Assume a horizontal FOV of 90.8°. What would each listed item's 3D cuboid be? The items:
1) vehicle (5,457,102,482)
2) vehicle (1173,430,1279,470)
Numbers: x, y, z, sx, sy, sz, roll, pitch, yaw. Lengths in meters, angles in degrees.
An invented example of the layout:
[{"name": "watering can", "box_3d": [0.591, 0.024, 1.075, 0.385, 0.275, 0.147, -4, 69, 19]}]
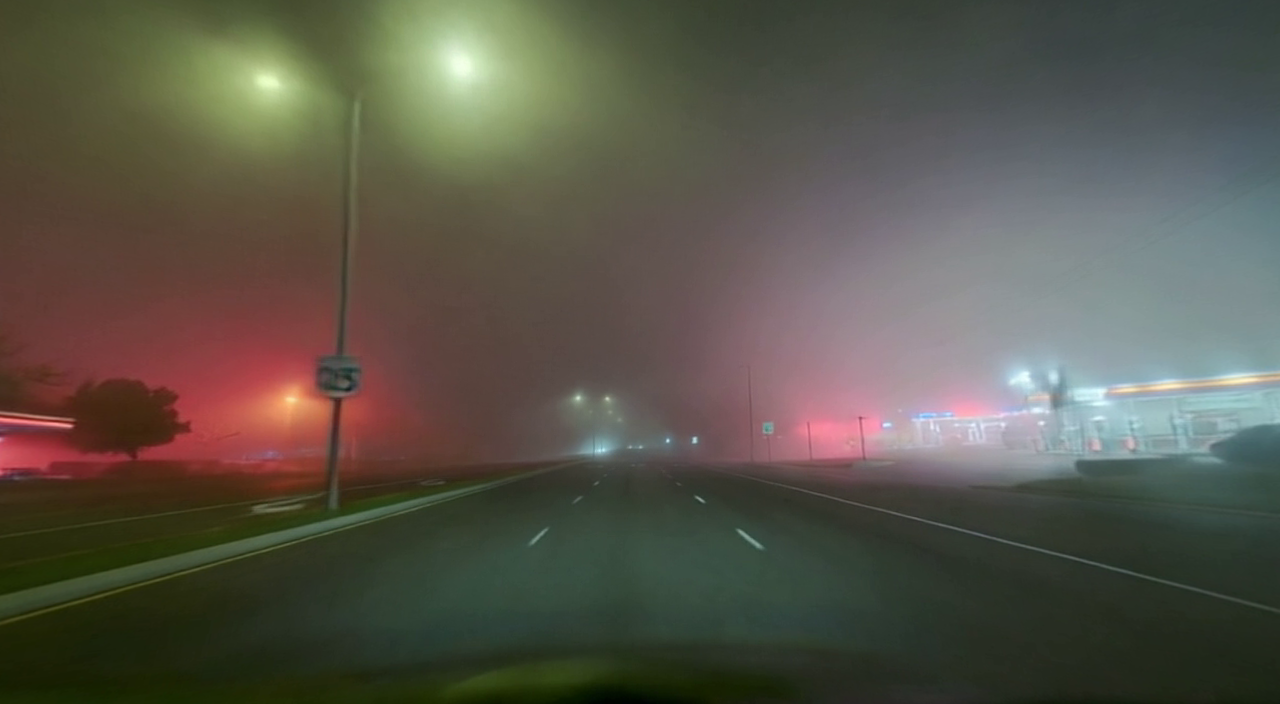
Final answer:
[{"name": "vehicle", "box_3d": [-35.350, 7.055, 38.122, 4.209, 1.441, 1.793, -1, -9, 5]}, {"name": "vehicle", "box_3d": [23.076, 3.710, 24.002, 1.747, 1.371, 4.368, -2, -10, -1]}]
